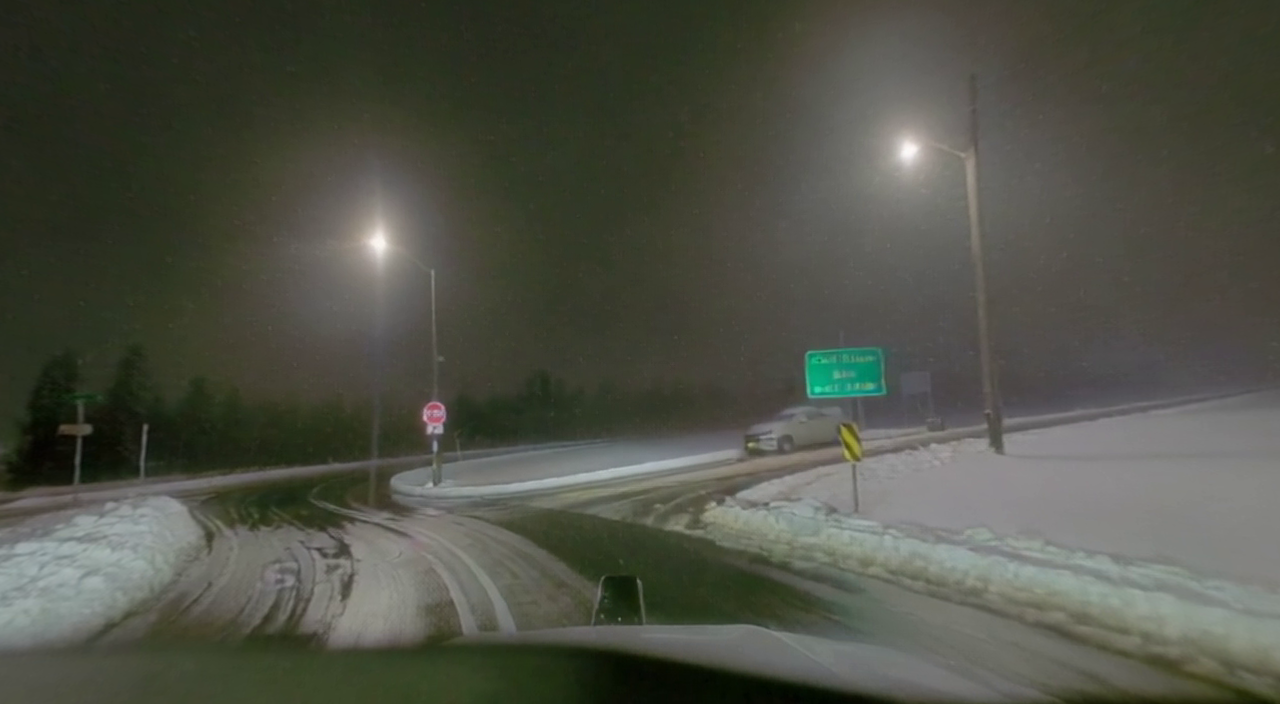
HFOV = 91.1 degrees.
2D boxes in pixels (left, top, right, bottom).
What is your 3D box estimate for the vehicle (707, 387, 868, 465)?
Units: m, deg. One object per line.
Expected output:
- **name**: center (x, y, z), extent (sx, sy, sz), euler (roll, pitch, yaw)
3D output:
- **vehicle**: center (4.440, 2.168, 18.786), extent (4.403, 1.574, 1.914), euler (-6, -4, -31)
